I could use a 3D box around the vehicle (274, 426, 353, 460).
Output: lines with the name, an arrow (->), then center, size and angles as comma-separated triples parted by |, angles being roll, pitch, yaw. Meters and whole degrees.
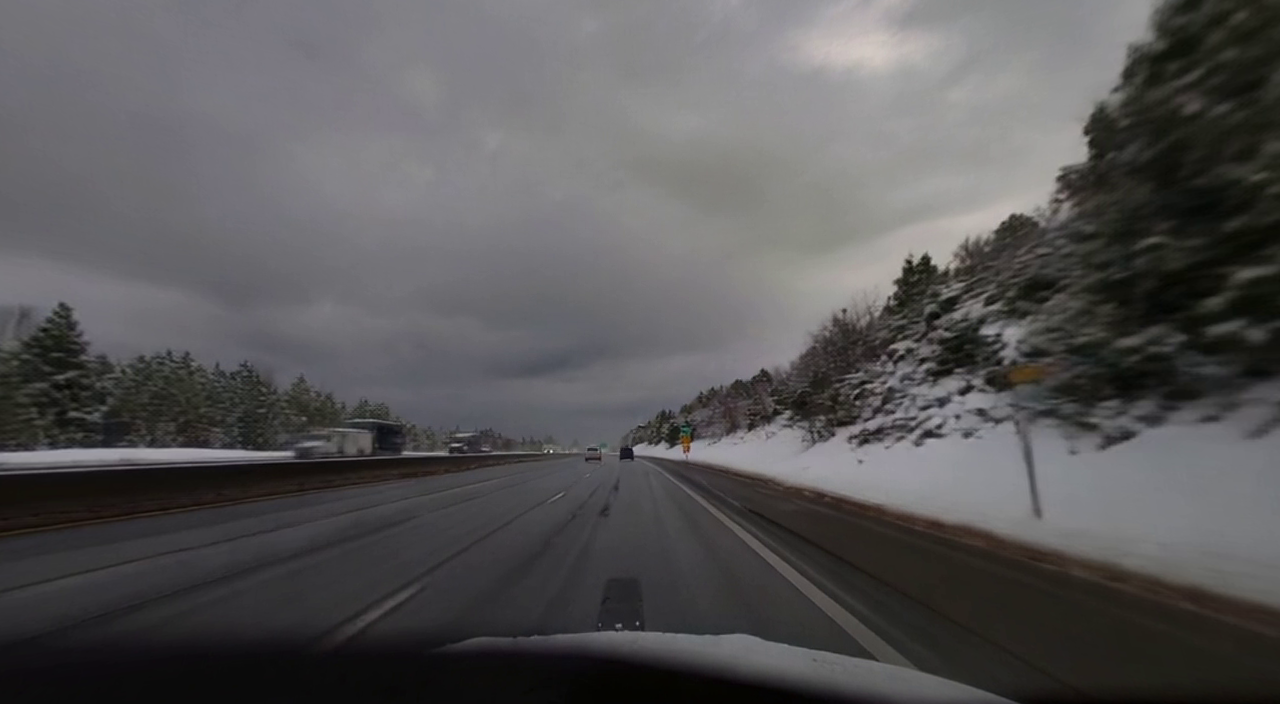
vehicle -> -19.984, 5.643, 38.960 | 2.171, 1.948, 5.072 | 0, -9, -1
